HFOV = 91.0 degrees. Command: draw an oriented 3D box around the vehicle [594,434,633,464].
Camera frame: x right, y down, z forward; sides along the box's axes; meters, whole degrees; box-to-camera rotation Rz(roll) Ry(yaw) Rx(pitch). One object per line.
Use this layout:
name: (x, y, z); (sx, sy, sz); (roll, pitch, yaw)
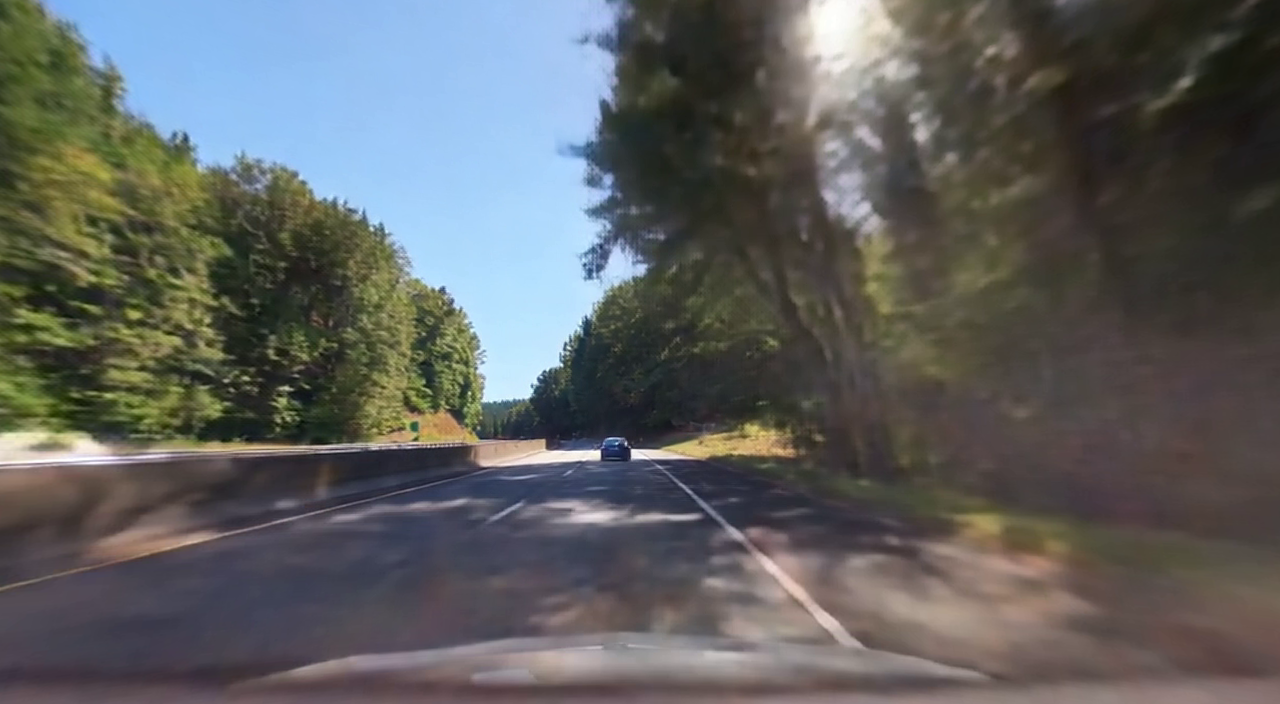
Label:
vehicle: (-1.408, 5.313, 34.602); (2.004, 1.515, 3.968); (0, -8, -1)
